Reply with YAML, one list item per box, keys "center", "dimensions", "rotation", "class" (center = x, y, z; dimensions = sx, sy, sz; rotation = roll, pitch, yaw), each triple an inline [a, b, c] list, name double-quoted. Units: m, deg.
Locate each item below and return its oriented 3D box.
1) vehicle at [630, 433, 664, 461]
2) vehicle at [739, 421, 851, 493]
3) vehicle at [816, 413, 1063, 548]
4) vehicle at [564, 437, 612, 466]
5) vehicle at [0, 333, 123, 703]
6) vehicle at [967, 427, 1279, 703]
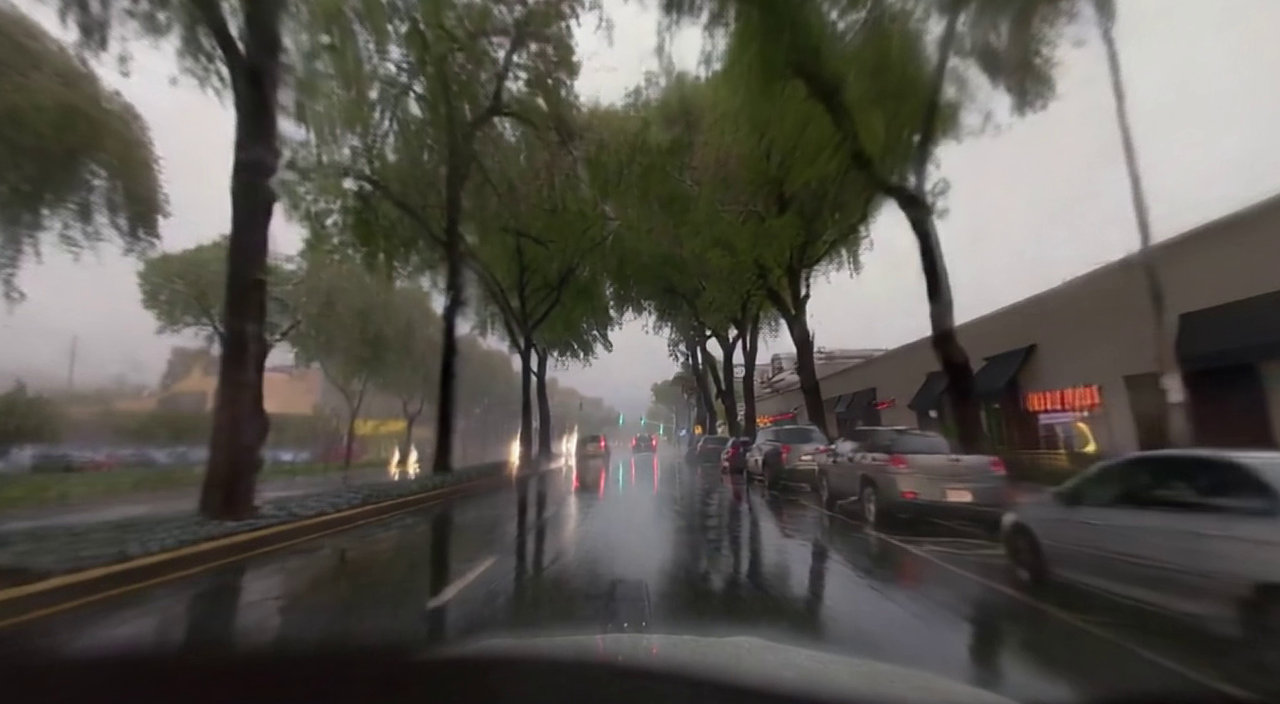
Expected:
- center: [0.451, 6.206, 41.273]
  dimensions: [2.075, 1.770, 4.018]
  rotation: [0, -8, 0]
  class: "vehicle"
- center: [4.318, 3.033, 18.467]
  dimensions: [2.068, 1.809, 4.889]
  rotation: [0, -8, 0]
  class: "vehicle"
- center: [4.443, 1.965, 10.300]
  dimensions: [1.900, 1.702, 4.358]
  rotation: [0, -8, 0]
  class: "vehicle"
- center: [-2.819, 5.523, 35.086]
  dimensions: [2.151, 1.484, 4.468]
  rotation: [0, -8, 2]
  class: "vehicle"
- center: [-3.489, 0.513, 0.413]
  dimensions: [2.186, 1.708, 4.746]
  rotation: [0, -8, 1]
  class: "vehicle"
- center: [4.303, 1.268, 4.273]
  dimensions: [1.896, 1.451, 4.329]
  rotation: [0, -8, 1]
  class: "vehicle"
